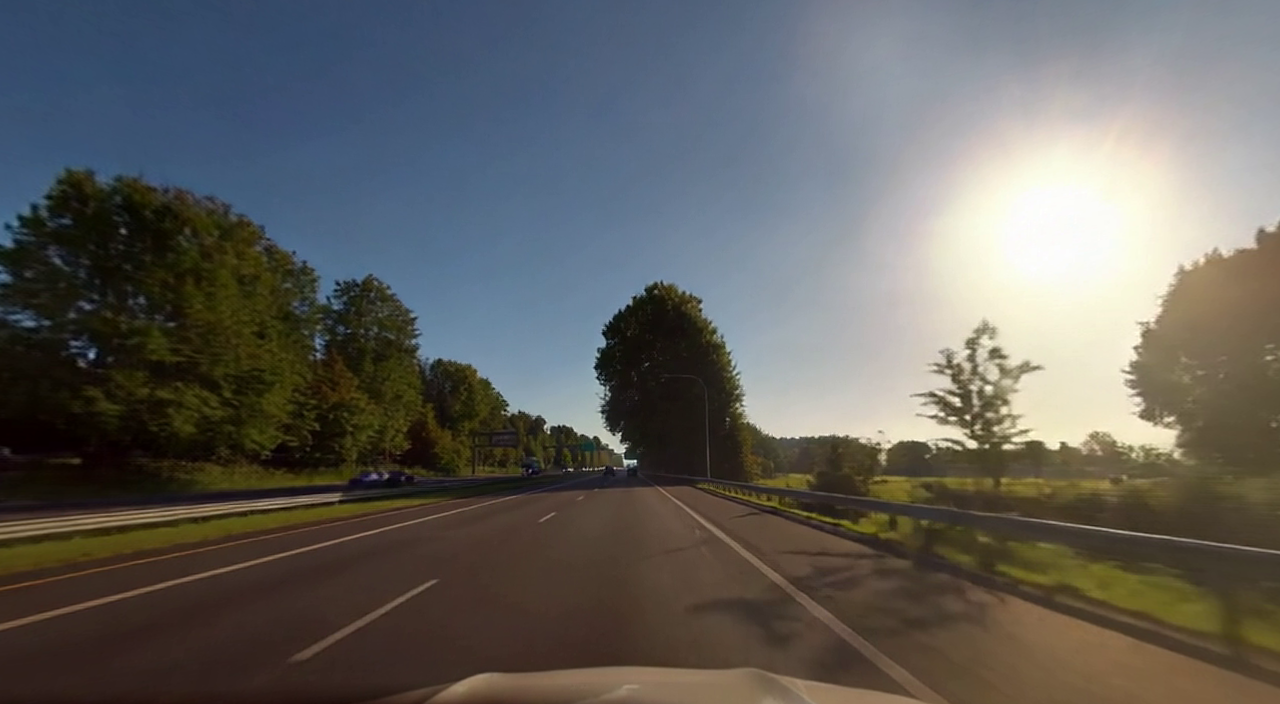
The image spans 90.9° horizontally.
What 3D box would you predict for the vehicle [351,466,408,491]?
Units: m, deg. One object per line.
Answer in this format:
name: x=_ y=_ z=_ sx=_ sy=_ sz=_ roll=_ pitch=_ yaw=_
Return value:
vehicle: x=-16.688 y=8.137 z=40.589 sx=1.844 sy=1.472 sz=4.130 roll=1 pitch=-11 yaw=0
